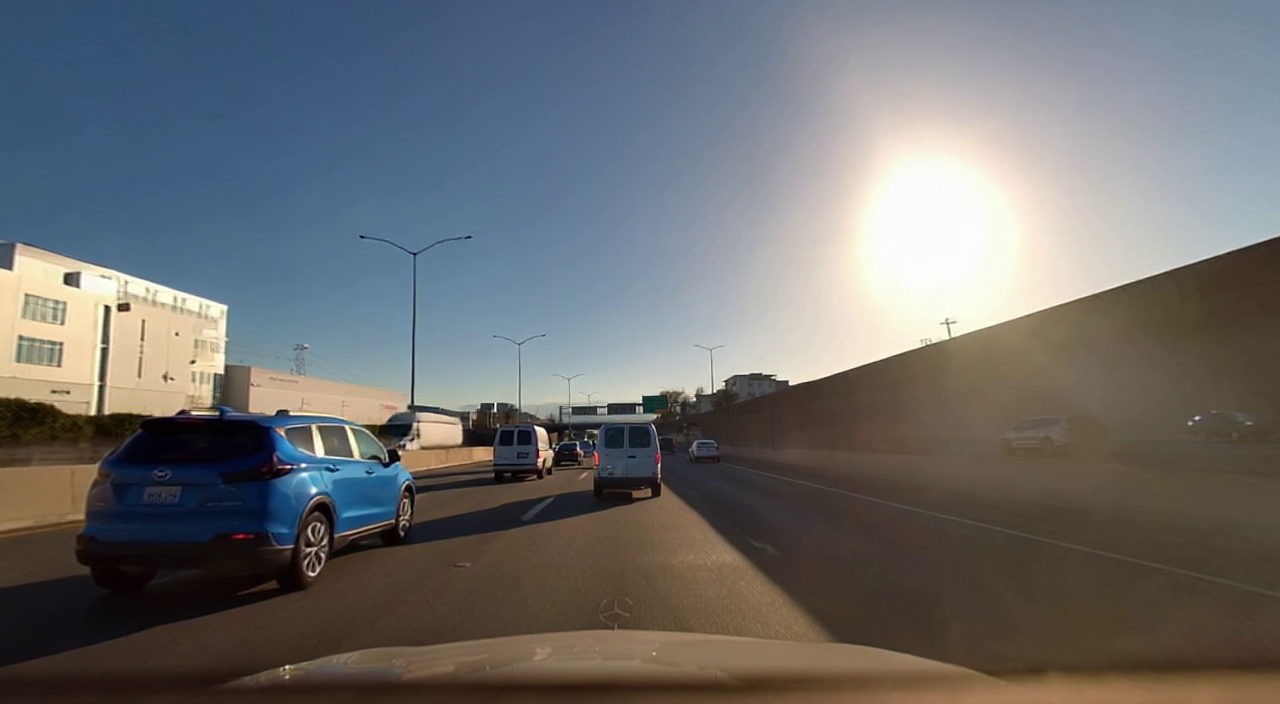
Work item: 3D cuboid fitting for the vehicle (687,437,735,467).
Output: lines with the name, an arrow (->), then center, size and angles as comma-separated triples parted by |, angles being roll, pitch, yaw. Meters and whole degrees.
vehicle -> 3.780, 5.383, 34.079 | 1.999, 1.494, 3.833 | 0, -8, -3

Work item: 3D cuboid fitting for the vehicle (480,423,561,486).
vehicle -> -4.036, 3.517, 21.952 | 2.038, 1.936, 4.300 | 0, -8, -1

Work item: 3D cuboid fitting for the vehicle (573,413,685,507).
vehicle -> -0.288, 2.543, 15.272 | 2.304, 1.925, 4.282 | 0, -8, -1

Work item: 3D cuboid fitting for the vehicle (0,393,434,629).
vehicle -> -3.931, 1.467, 6.839 | 1.972, 1.703, 4.333 | 0, -8, -1

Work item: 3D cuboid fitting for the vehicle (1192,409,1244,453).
vehicle -> 30.885, 4.241, 33.646 | 1.480, 2.238, 1.864 | -5, -9, 30
